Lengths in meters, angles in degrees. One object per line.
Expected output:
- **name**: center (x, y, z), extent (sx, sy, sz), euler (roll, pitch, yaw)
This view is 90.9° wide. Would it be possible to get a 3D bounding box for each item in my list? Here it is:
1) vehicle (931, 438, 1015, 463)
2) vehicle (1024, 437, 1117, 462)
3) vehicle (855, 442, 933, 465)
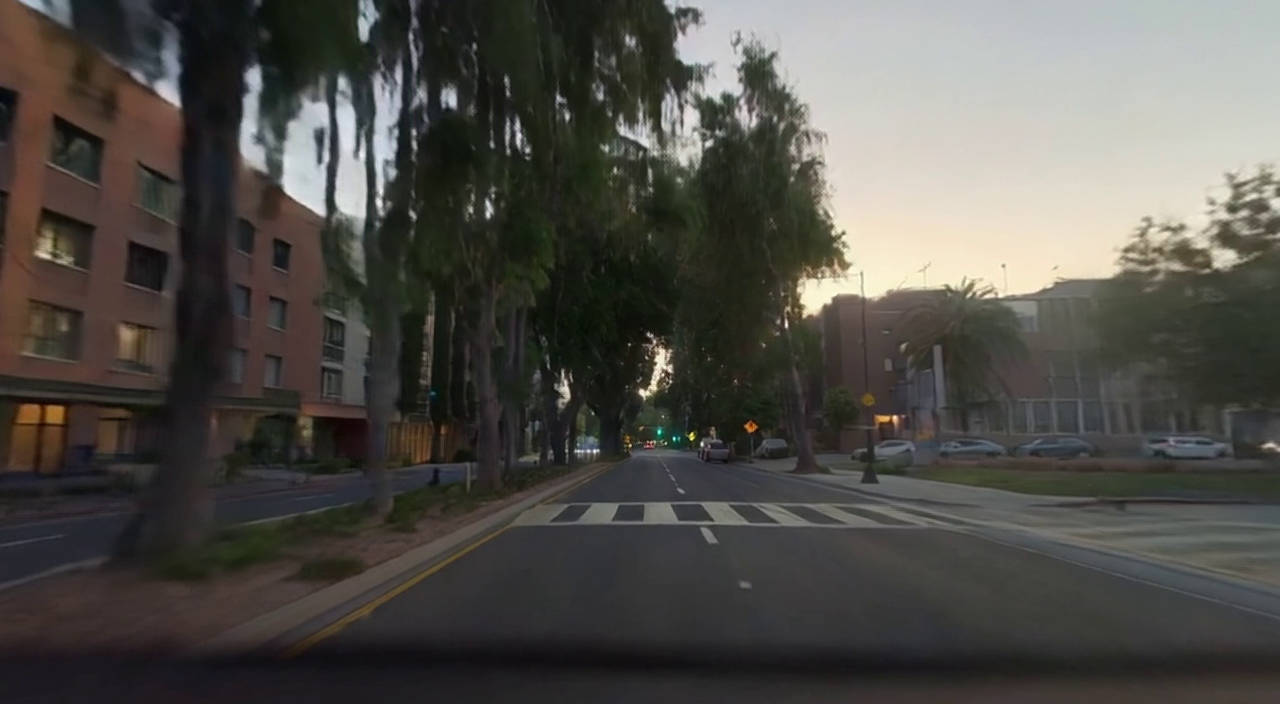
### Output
- **vehicle**: center (21.316, 6.289, 40.473), extent (4.333, 1.491, 1.744), euler (-1, -7, 1)
- **vehicle**: center (27.519, 6.214, 40.361), extent (4.560, 1.444, 1.929), euler (-1, -8, -2)
- **vehicle**: center (16.389, 6.550, 40.789), extent (4.276, 1.397, 1.786), euler (0, -8, 0)
